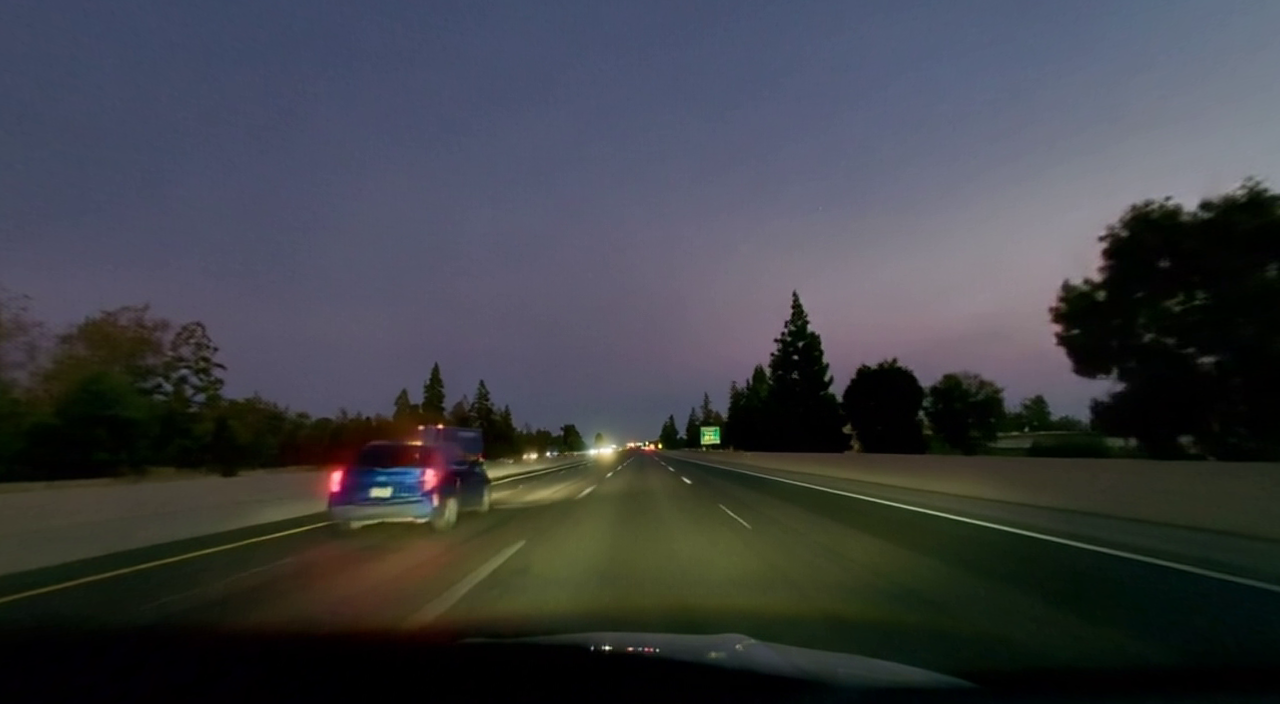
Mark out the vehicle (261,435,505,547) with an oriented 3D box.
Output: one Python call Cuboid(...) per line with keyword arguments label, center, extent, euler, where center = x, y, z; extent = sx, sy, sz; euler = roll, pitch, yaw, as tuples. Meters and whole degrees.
Cuboid(label="vehicle", center=(-4.128, 2.344, 11.433), extent=(2.128, 1.521, 5.409), euler=(0, -9, 1))
